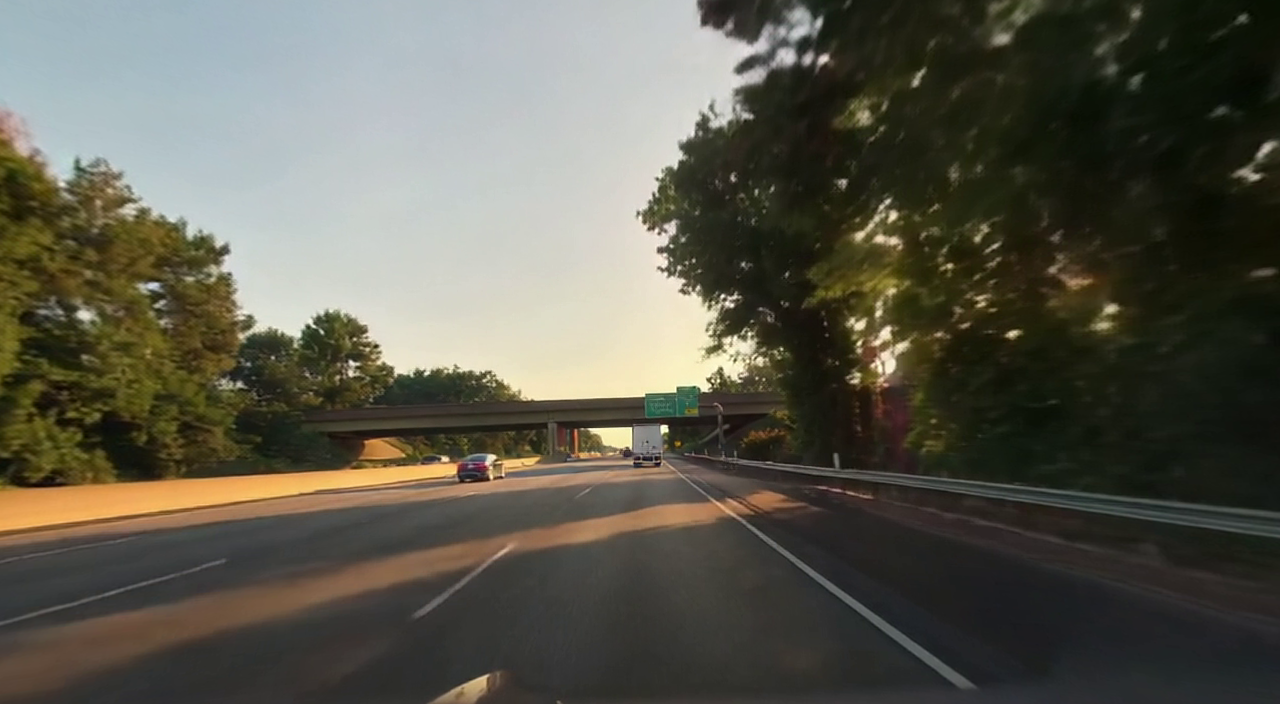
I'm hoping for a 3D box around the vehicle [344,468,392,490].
[{"bbox_3d":[-19.533,9.099,45.473,1.642,1.362,4.039,0,-9,1],"label":"vehicle"}]

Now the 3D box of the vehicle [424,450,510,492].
[{"bbox_3d":[-6.753,4.674,25.188,1.953,1.452,4.711,-1,-9,2],"label":"vehicle"}]
